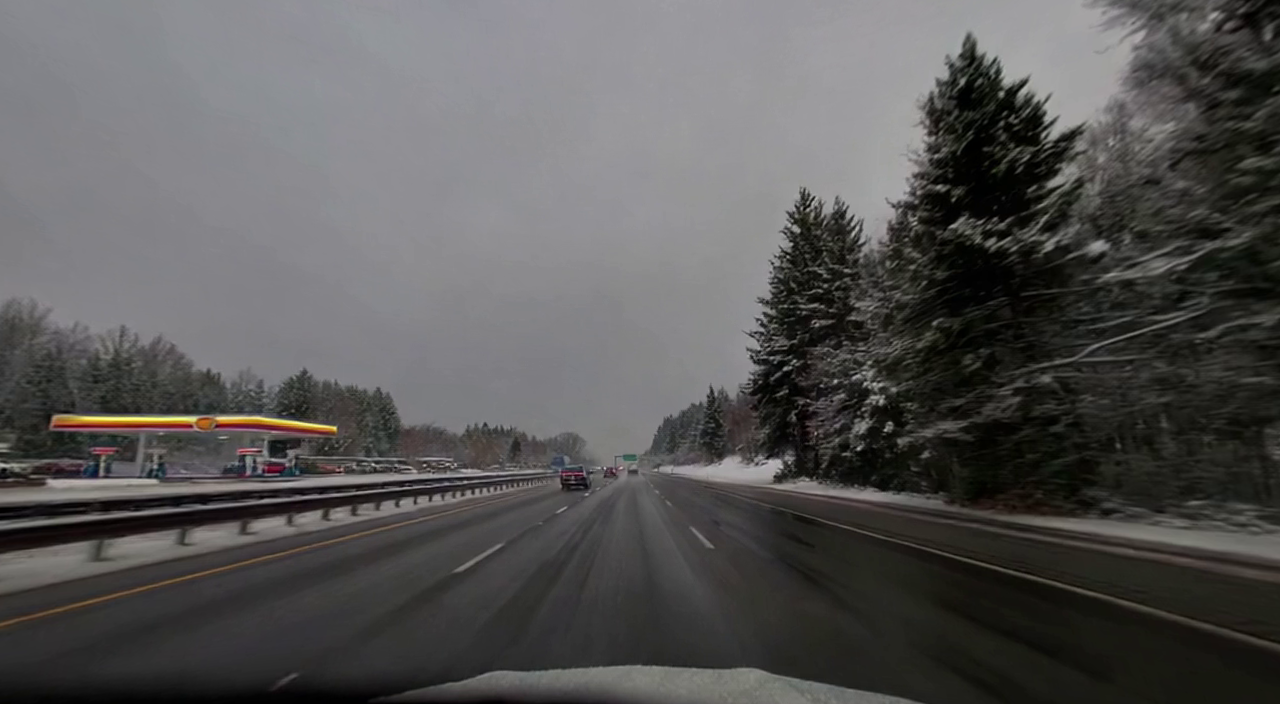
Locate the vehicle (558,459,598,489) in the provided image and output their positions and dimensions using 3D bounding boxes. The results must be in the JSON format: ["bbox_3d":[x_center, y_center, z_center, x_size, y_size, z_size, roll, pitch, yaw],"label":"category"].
[{"bbox_3d":[-4.105,8.201,42.491,2.166,1.871,4.536,1,-11,1],"label":"vehicle"}]
